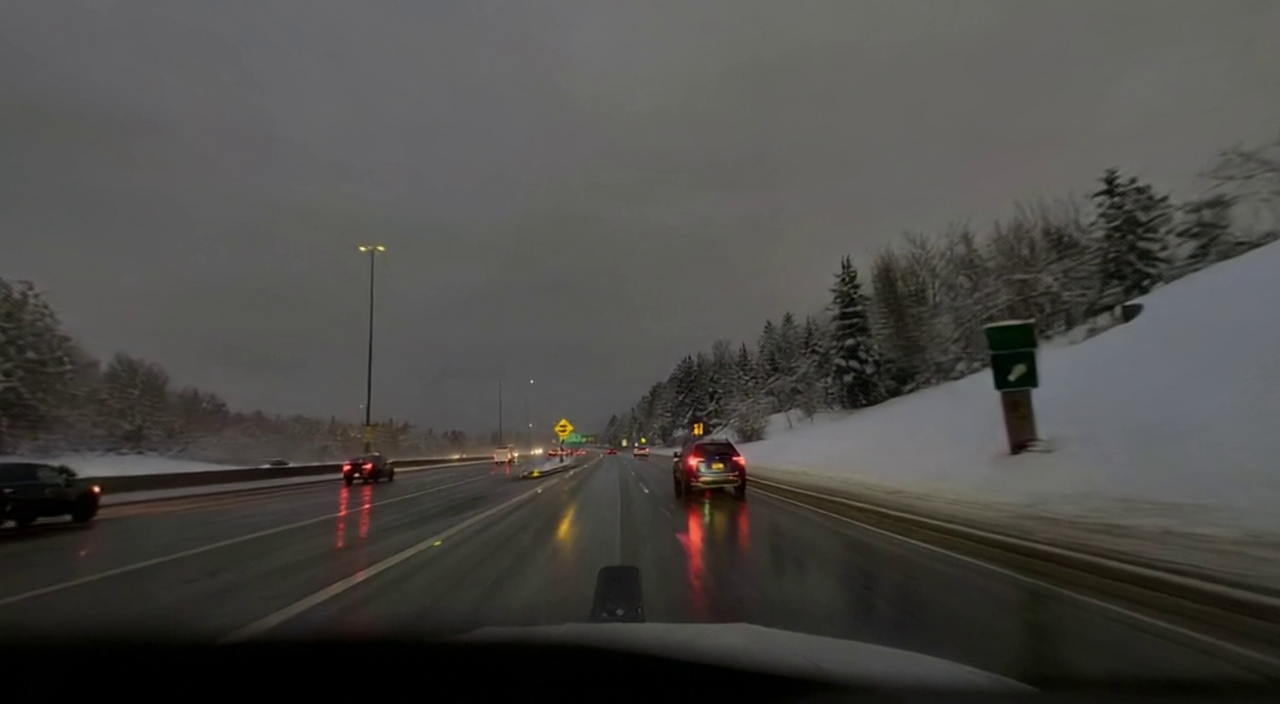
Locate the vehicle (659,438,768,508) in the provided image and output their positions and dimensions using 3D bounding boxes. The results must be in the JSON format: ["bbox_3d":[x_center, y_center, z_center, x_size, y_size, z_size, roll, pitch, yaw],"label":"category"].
[{"bbox_3d":[1.700,3.026,16.215,2.079,1.535,4.316,1,-9,-3],"label":"vehicle"}]

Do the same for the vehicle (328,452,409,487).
[{"bbox_3d":[-13.286,5.750,31.166,2.072,1.545,4.687,1,-9,-3],"label":"vehicle"}]
